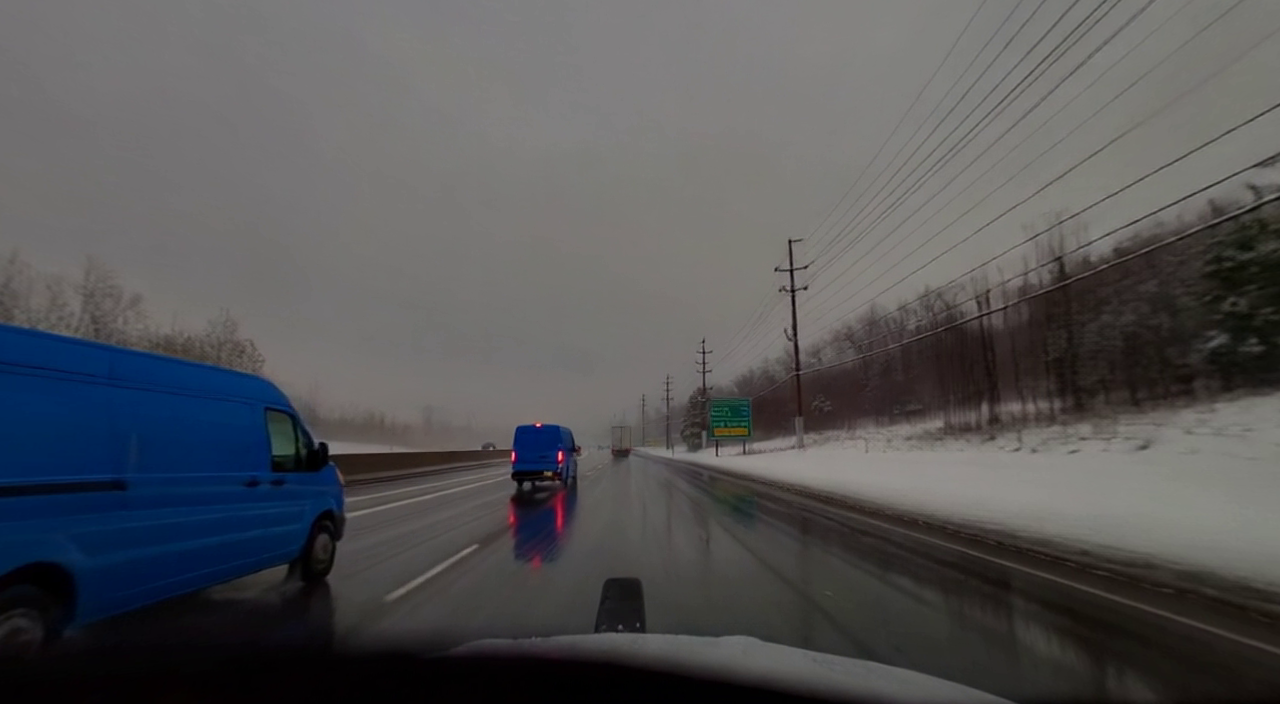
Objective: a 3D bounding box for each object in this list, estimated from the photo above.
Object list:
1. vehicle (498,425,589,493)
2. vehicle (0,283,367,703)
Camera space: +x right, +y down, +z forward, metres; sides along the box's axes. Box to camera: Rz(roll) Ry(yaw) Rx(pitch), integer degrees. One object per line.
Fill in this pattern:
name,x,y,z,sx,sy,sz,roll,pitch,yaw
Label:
vehicle,-3.068,3.580,21.348,2.197,2.011,5.130,0,-9,1
vehicle,-3.930,0.891,3.981,2.145,2.010,4.980,0,-9,0
